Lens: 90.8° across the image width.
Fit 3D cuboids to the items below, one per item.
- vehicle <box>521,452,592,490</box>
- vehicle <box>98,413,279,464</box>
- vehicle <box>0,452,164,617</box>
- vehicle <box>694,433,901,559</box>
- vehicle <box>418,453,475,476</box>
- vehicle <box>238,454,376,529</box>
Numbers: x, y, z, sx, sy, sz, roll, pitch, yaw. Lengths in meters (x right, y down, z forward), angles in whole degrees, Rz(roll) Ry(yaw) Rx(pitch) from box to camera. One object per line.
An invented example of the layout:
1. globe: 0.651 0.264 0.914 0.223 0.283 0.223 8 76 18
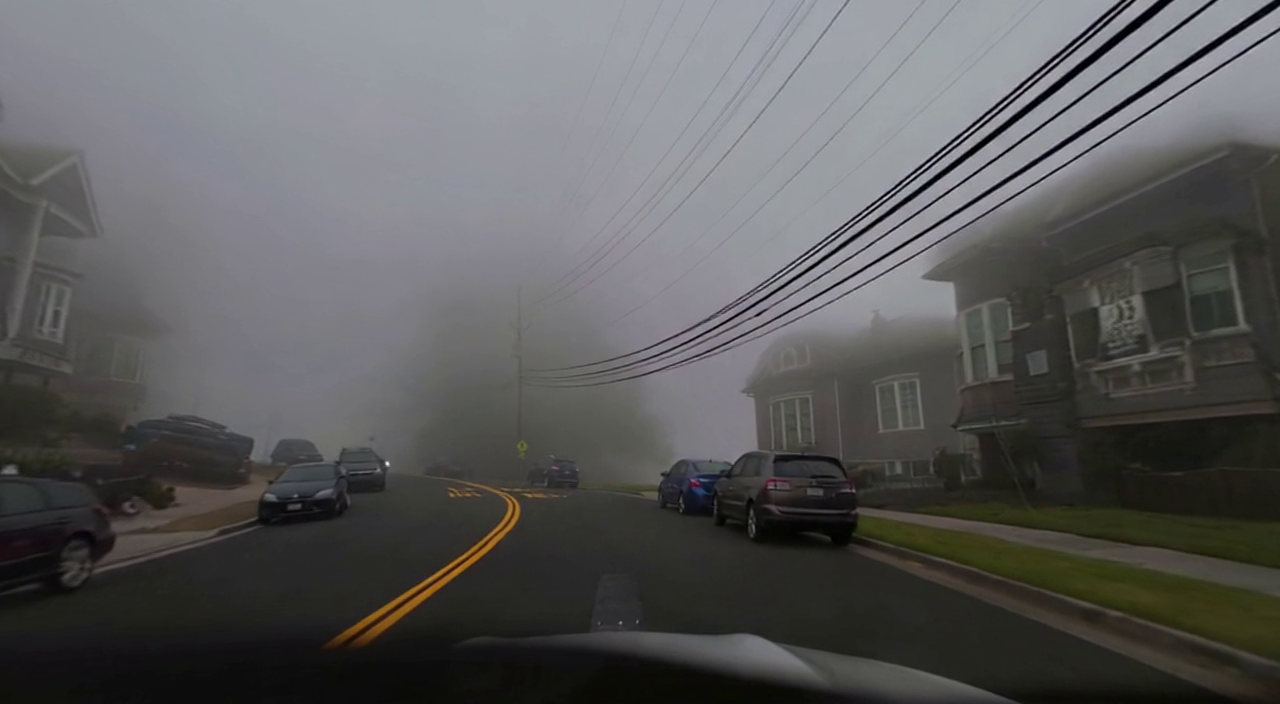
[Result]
1. vehicle: -4.474 6.203 33.168 1.994 1.682 4.750 9 -12 -27
2. vehicle: -18.671 3.689 26.564 5.822 1.956 2.355 6 -11 -32
3. vehicle: -7.101 1.800 5.620 2.154 1.516 4.854 -7 -9 -3
4. vehicle: 2.499 2.428 11.471 1.974 1.769 4.610 2 -9 -9
5. vehicle: -14.208 8.208 46.335 4.568 1.531 1.923 -8 -12 43
6. vehicle: -8.077 3.351 15.729 2.003 1.447 3.642 -2 -8 -10
